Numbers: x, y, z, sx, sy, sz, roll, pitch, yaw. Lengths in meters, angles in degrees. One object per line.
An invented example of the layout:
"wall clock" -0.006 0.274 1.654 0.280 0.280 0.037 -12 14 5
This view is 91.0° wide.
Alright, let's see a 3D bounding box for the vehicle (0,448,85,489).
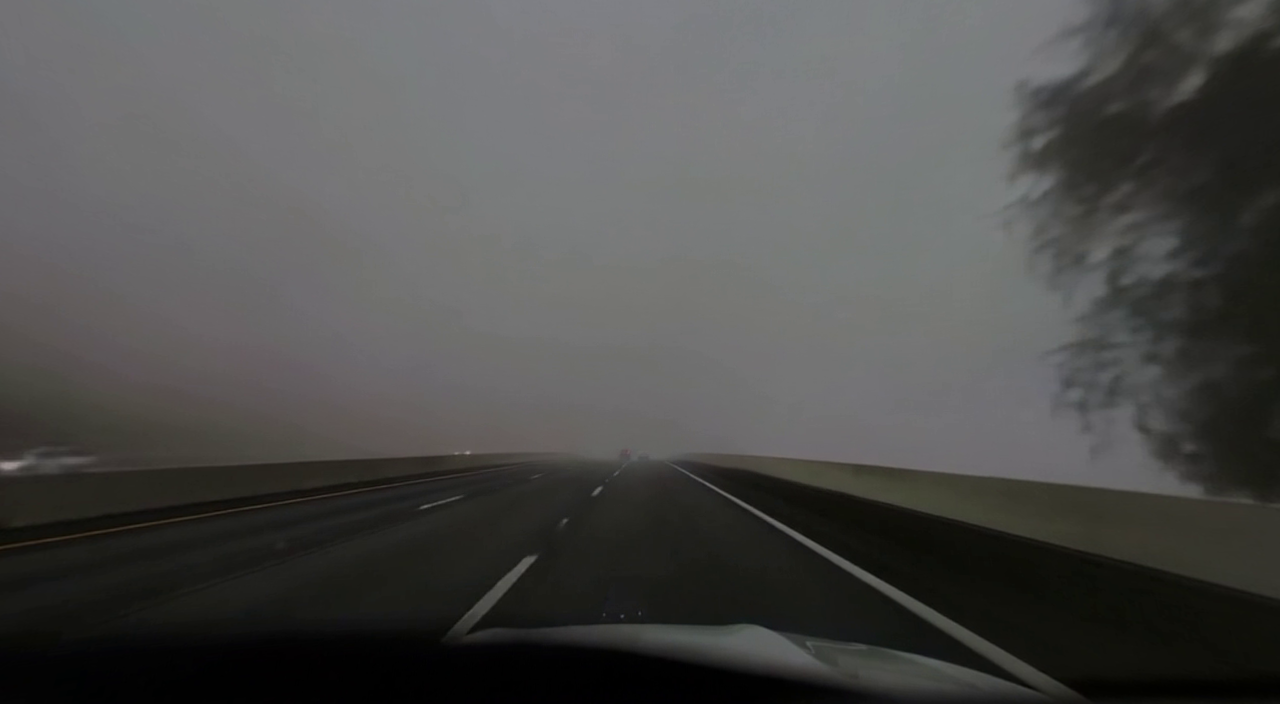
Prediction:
"vehicle" -31.088 5.777 31.487 2.071 1.866 4.912 0 -9 0
